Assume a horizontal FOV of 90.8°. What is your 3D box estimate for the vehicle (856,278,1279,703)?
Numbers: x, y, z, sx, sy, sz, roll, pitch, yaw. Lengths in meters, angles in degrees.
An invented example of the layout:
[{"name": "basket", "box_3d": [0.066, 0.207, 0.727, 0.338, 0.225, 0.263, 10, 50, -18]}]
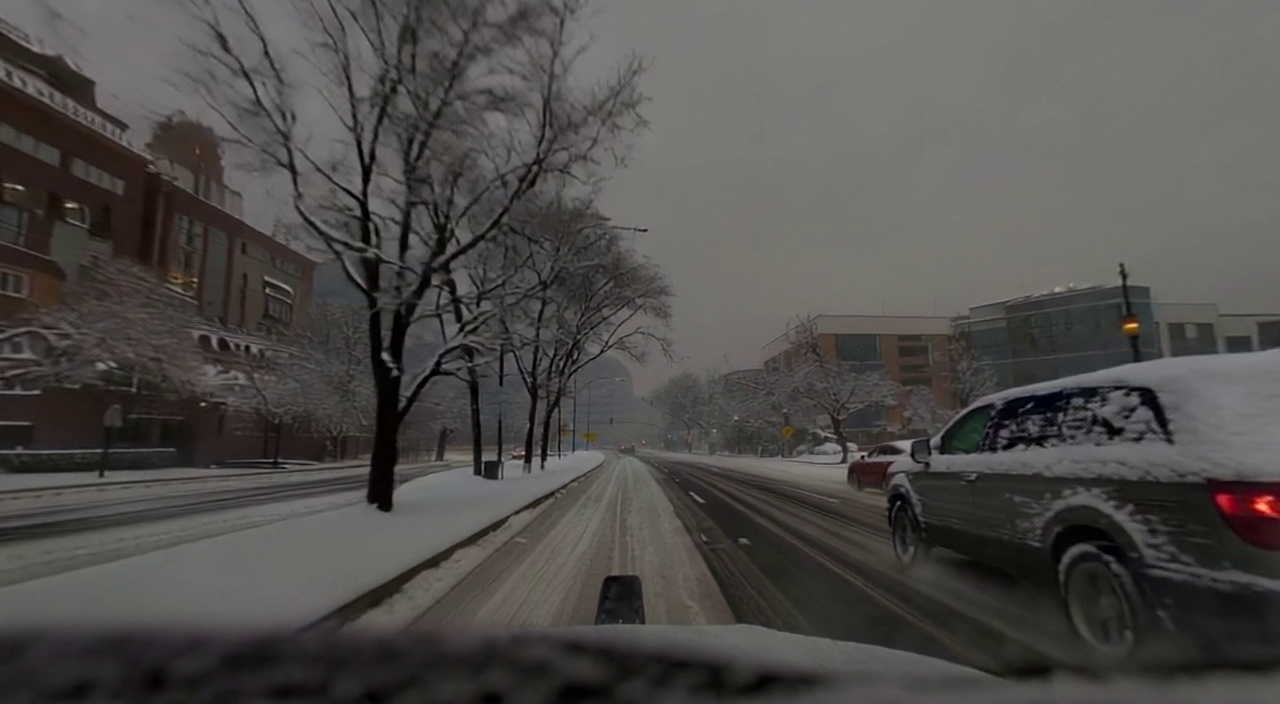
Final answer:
[{"name": "vehicle", "box_3d": [3.714, 0.999, 4.417, 2.505, 1.971, 5.162, 0, -9, -1]}]
